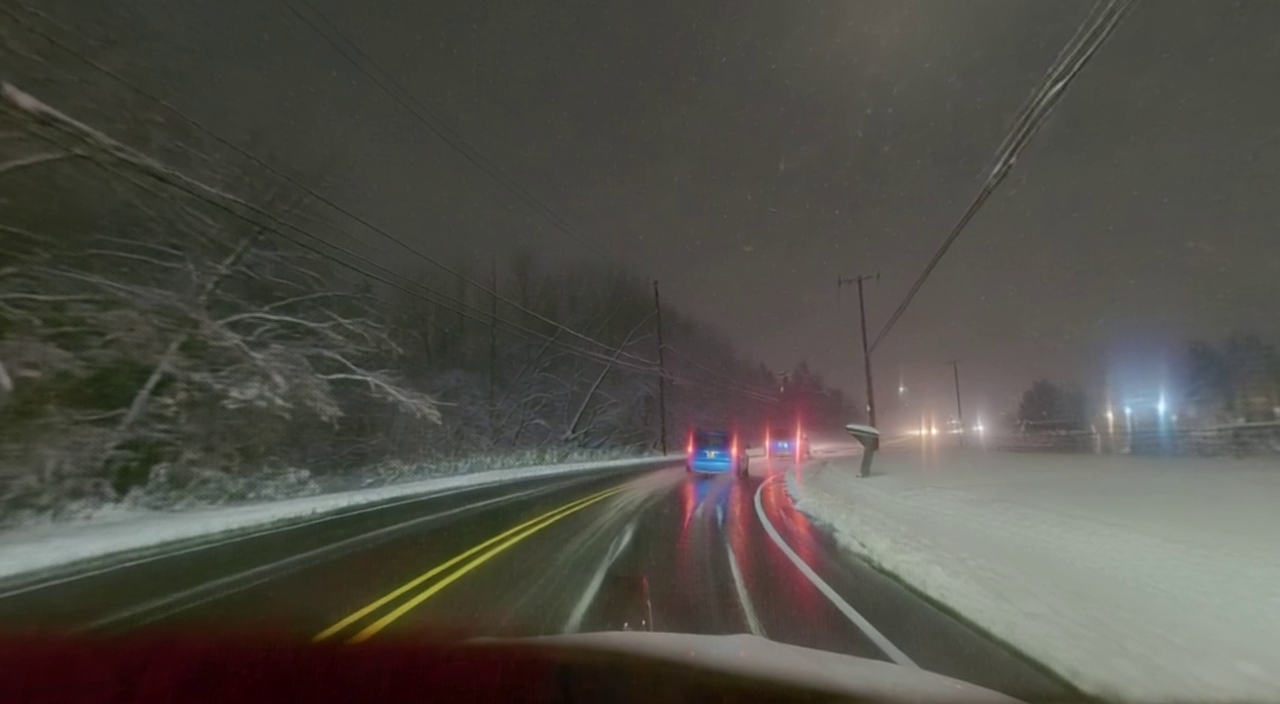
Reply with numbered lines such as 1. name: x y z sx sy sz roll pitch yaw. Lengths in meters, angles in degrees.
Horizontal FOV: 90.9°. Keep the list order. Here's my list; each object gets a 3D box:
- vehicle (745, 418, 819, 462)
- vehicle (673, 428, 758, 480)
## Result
1. vehicle: 7.893 4.824 34.469 2.376 2.145 5.953 -5 -9 28
2. vehicle: 2.714 3.489 21.734 2.157 1.565 4.243 -3 -9 17
